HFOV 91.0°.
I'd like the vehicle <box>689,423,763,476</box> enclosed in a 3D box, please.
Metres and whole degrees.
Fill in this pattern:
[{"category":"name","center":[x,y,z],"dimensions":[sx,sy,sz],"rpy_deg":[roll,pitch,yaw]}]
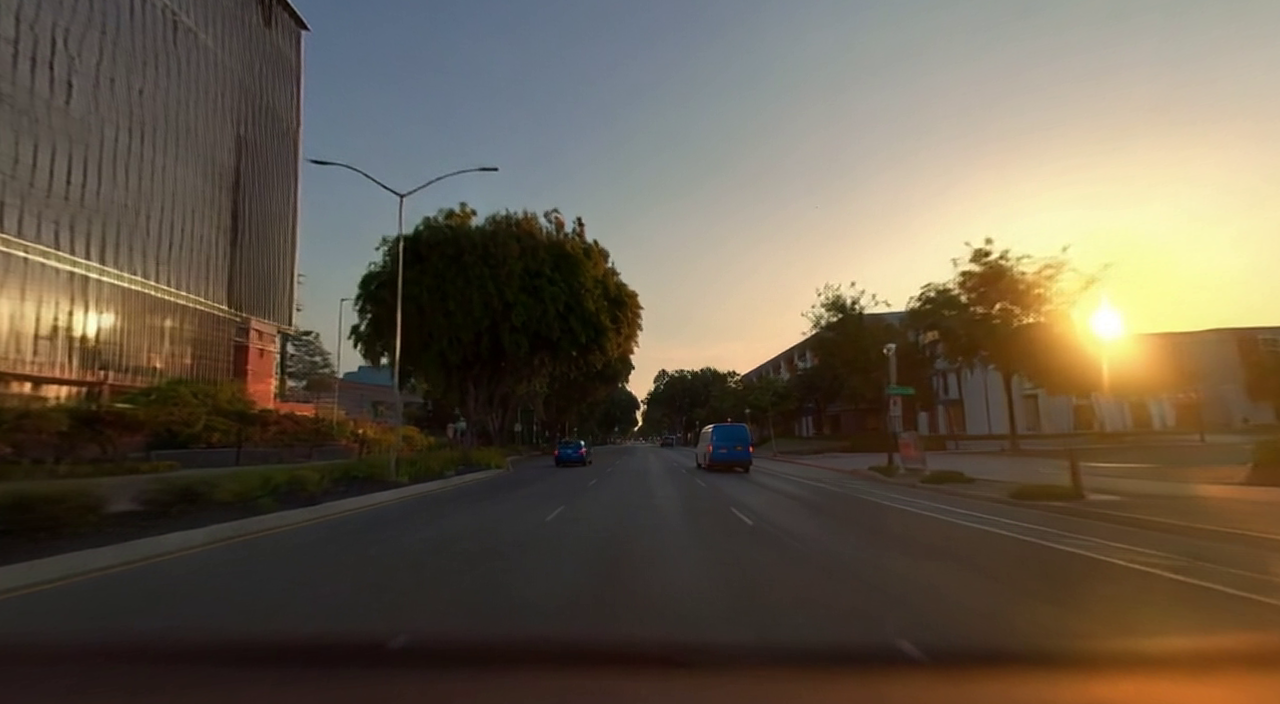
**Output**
[{"category":"vehicle","center":[3.336,3.920,25.536],"dimensions":[2.200,1.914,5.145],"rpy_deg":[0,-8,-1]}]

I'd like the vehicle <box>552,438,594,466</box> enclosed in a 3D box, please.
[{"category":"vehicle","center":[-3.687,5.612,35.429],"dimensions":[1.864,1.464,4.195],"rpy_deg":[0,-8,1]}]
